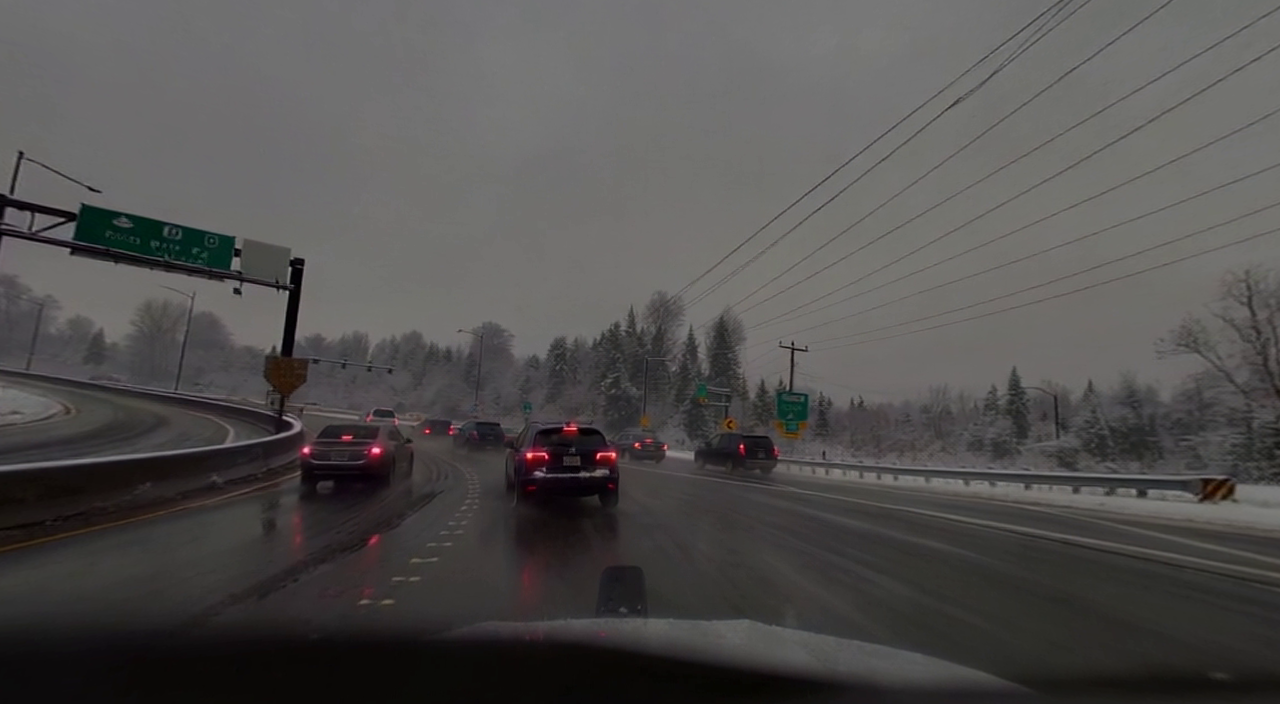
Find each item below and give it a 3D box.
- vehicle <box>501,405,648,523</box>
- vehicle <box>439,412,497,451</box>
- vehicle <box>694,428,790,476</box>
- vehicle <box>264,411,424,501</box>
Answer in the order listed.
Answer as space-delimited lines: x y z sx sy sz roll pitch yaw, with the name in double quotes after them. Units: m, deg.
-1.412 1.981 11.646 2.140 1.724 4.304 2 -9 -13 "vehicle"
-8.859 4.104 32.215 2.042 1.817 4.650 4 -9 -25 "vehicle"
4.153 4.195 26.628 2.079 1.807 4.682 2 -9 -17 "vehicle"
-5.831 2.103 13.106 2.033 1.501 4.623 2 -9 -13 "vehicle"
